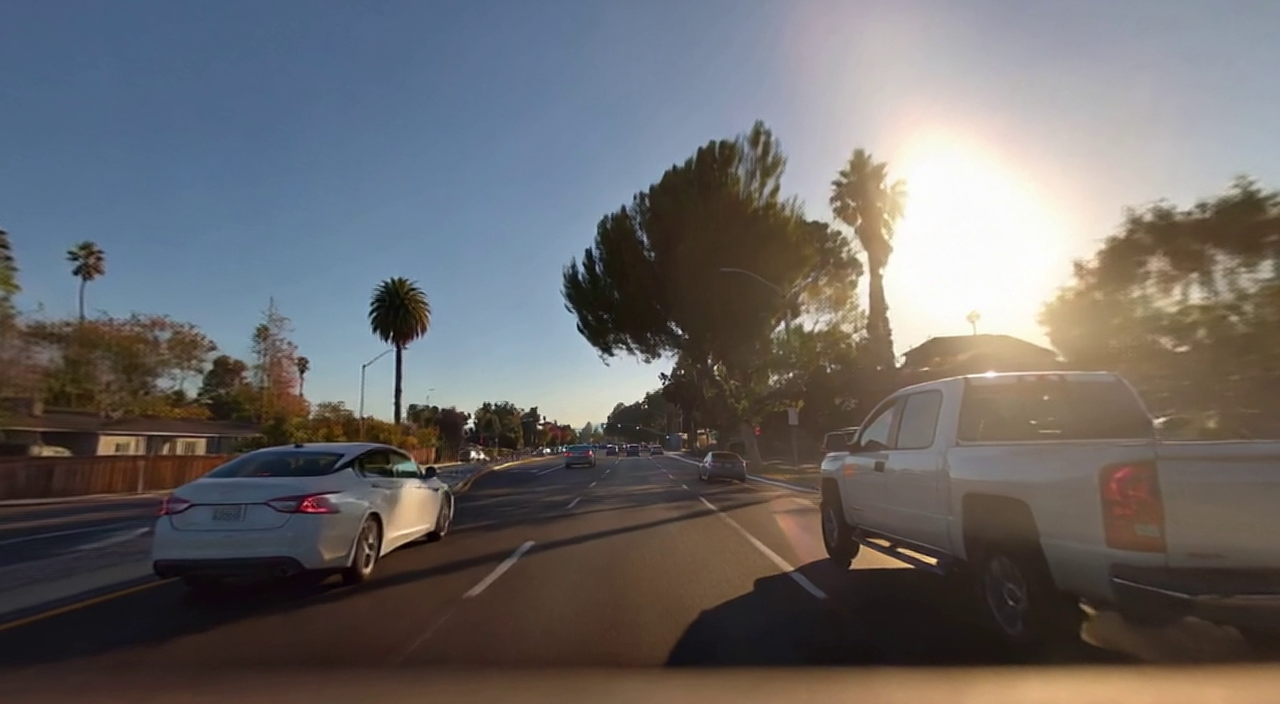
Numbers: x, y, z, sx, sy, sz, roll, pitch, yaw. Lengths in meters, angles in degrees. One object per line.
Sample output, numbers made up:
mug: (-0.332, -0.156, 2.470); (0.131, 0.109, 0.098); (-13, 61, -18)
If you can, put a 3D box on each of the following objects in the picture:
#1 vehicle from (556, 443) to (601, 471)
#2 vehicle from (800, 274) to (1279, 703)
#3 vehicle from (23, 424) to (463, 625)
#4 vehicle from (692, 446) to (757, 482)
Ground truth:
vehicle: (-3.604, 6.259, 37.788); (2.263, 1.548, 4.555); (0, -8, 0)
vehicle: (3.337, 1.103, 5.277); (2.478, 2.030, 5.723); (0, -9, 0)
vehicle: (-3.629, 1.637, 7.011); (2.094, 1.509, 4.286); (0, -8, 0)
vehicle: (3.642, 4.943, 28.252); (2.149, 1.421, 4.805); (0, -9, -1)
